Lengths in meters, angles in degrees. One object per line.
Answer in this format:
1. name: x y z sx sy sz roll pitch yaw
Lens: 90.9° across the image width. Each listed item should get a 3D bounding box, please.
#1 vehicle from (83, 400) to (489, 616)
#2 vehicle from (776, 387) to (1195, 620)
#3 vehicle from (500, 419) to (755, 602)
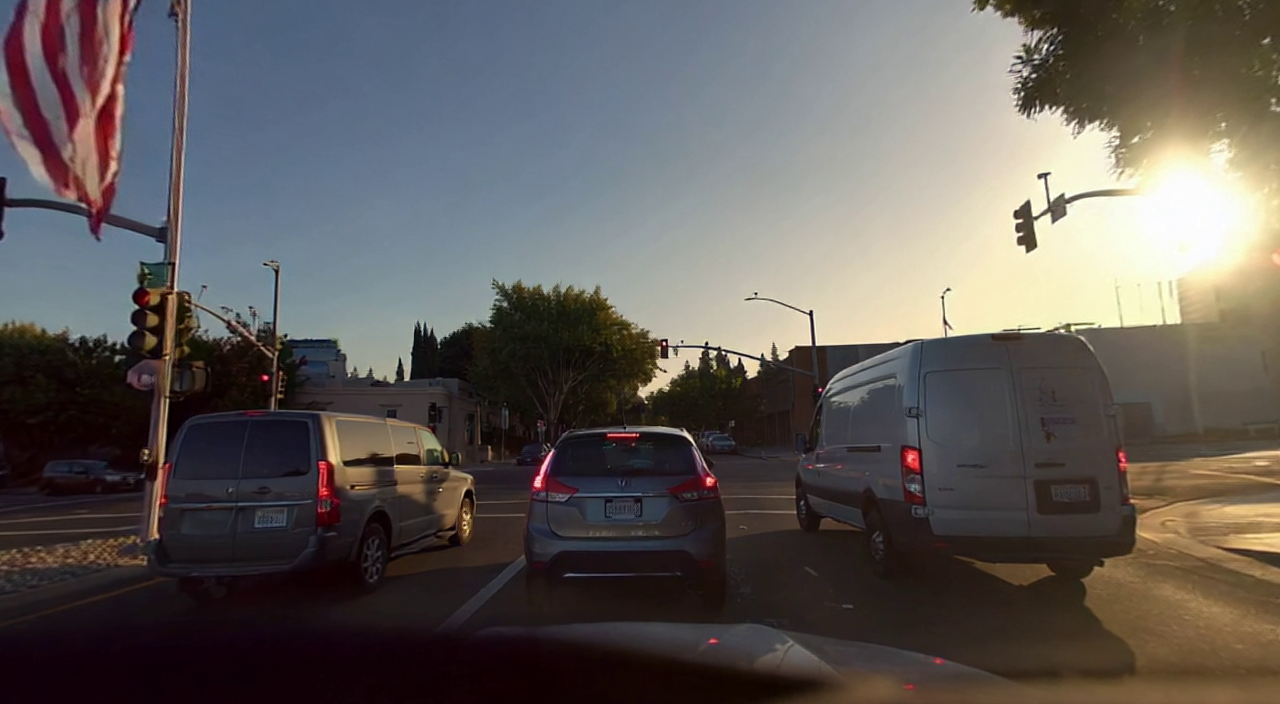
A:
1. vehicle: -3.302 1.524 7.041 2.024 1.677 3.998 -1 -9 3
2. vehicle: 3.084 1.471 7.026 2.178 1.746 4.400 0 -9 1
3. vehicle: -0.149 1.620 7.333 2.098 1.494 4.118 0 -9 -1
